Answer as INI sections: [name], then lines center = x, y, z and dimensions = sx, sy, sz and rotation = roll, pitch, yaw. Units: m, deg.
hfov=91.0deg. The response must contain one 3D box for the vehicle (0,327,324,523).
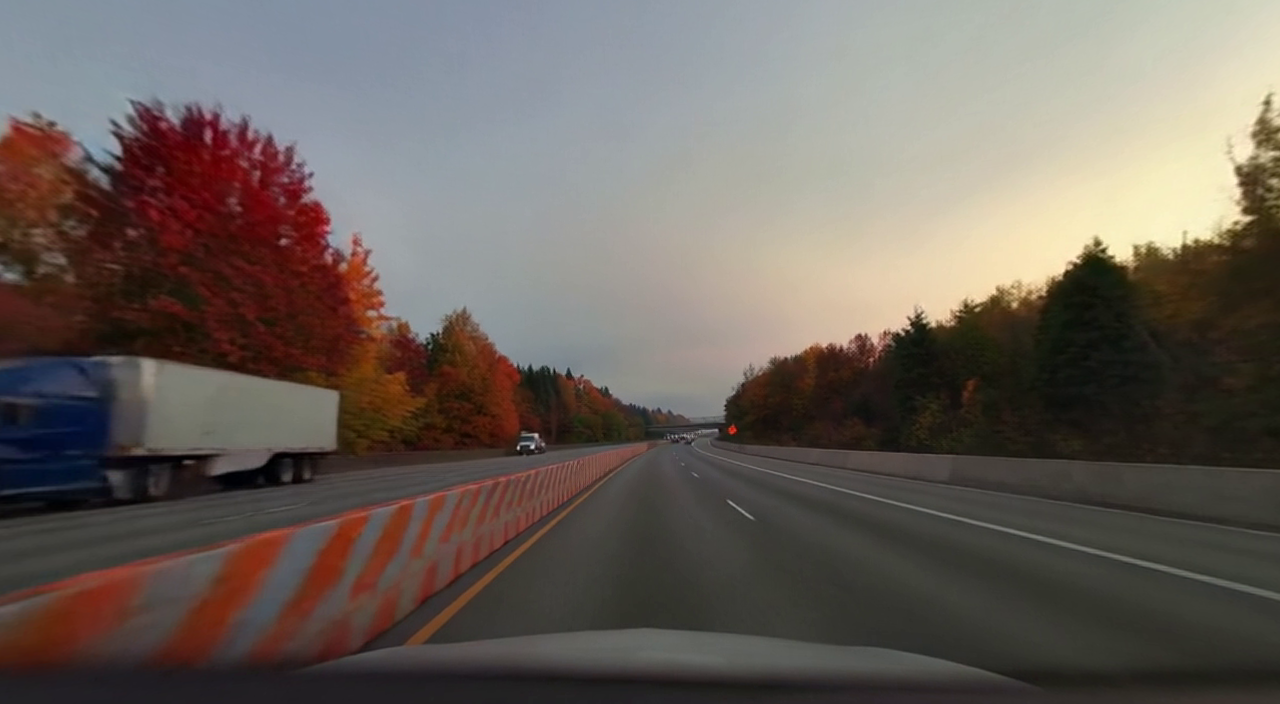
[vehicle]
center = -14.913, 2.425, 19.262
dimensions = 3.100, 4.065, 13.948
rotation = 0, -8, 1
